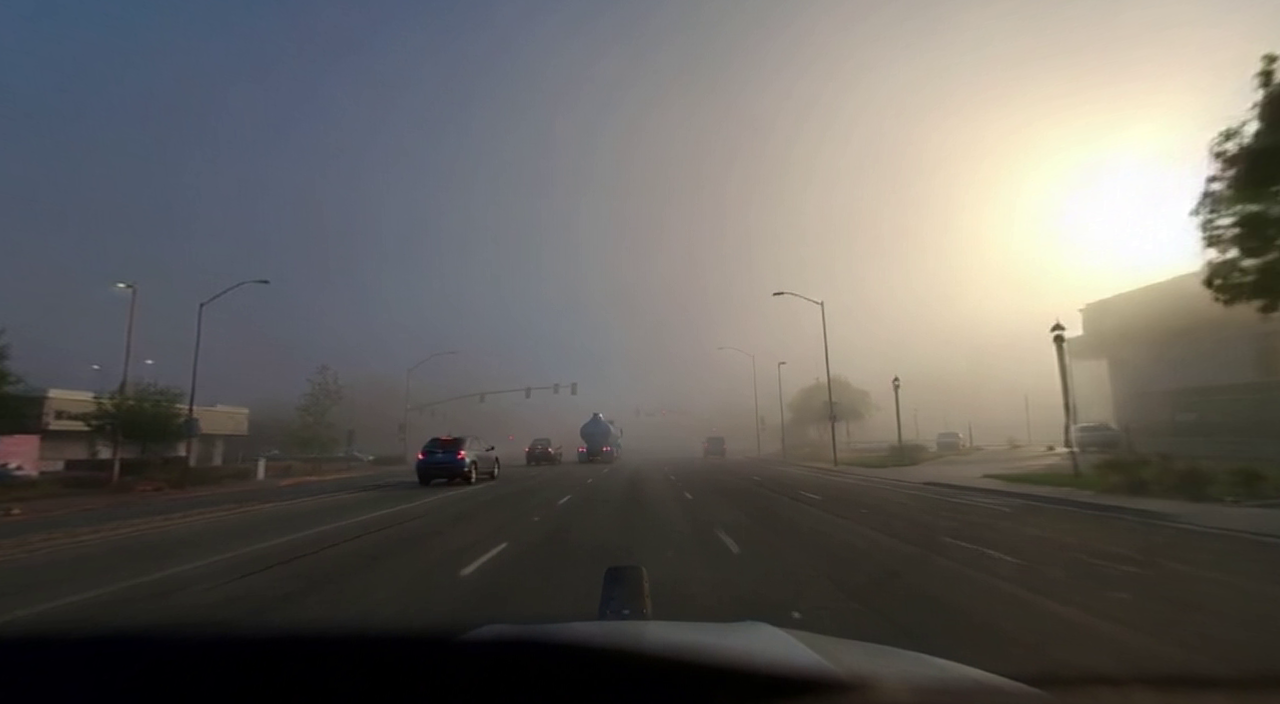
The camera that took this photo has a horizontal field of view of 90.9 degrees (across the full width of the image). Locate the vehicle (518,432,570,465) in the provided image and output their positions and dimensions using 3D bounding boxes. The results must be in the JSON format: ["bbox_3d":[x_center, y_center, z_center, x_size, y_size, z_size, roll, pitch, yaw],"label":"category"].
[{"bbox_3d":[-6.063,6.179,40.551,2.375,1.989,5.497,0,-8,1],"label":"vehicle"}]

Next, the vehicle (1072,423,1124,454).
[{"bbox_3d":[23.659,4.441,32.547,1.924,1.467,4.572,-7,-10,36],"label":"vehicle"}]

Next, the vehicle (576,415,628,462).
[{"bbox_3d":[-2.579,6.624,47.931,2.841,3.004,14.901,0,-8,1],"label":"vehicle"}]

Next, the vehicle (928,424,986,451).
[{"bbox_3d":[23.940,6.447,47.439,2.380,1.890,5.620,-7,-11,42],"label":"vehicle"}]

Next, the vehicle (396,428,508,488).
[{"bbox_3d":[-6.101,3.496,21.137,2.179,1.750,4.621,0,-8,2],"label":"vehicle"}]
